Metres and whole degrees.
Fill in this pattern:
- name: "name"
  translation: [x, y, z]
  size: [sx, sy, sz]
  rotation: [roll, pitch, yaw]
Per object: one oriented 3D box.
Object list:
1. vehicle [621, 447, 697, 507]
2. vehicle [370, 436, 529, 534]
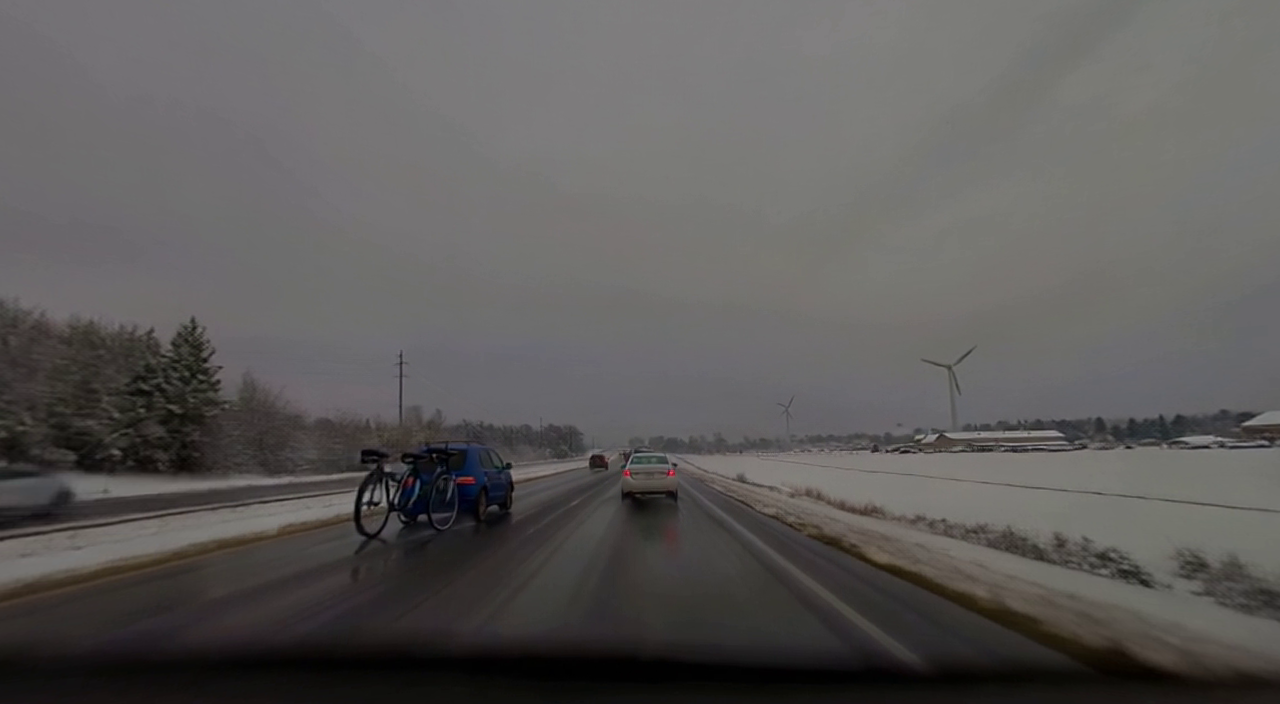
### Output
- name: "vehicle"
  translation: [0.501, 3.702, 19.110]
  size: [2.063, 1.582, 3.955]
  rotation: [0, -9, 0]
- name: "vehicle"
  translation: [-3.702, 2.657, 13.120]
  size: [1.962, 1.681, 4.033]
  rotation: [0, -9, 1]
